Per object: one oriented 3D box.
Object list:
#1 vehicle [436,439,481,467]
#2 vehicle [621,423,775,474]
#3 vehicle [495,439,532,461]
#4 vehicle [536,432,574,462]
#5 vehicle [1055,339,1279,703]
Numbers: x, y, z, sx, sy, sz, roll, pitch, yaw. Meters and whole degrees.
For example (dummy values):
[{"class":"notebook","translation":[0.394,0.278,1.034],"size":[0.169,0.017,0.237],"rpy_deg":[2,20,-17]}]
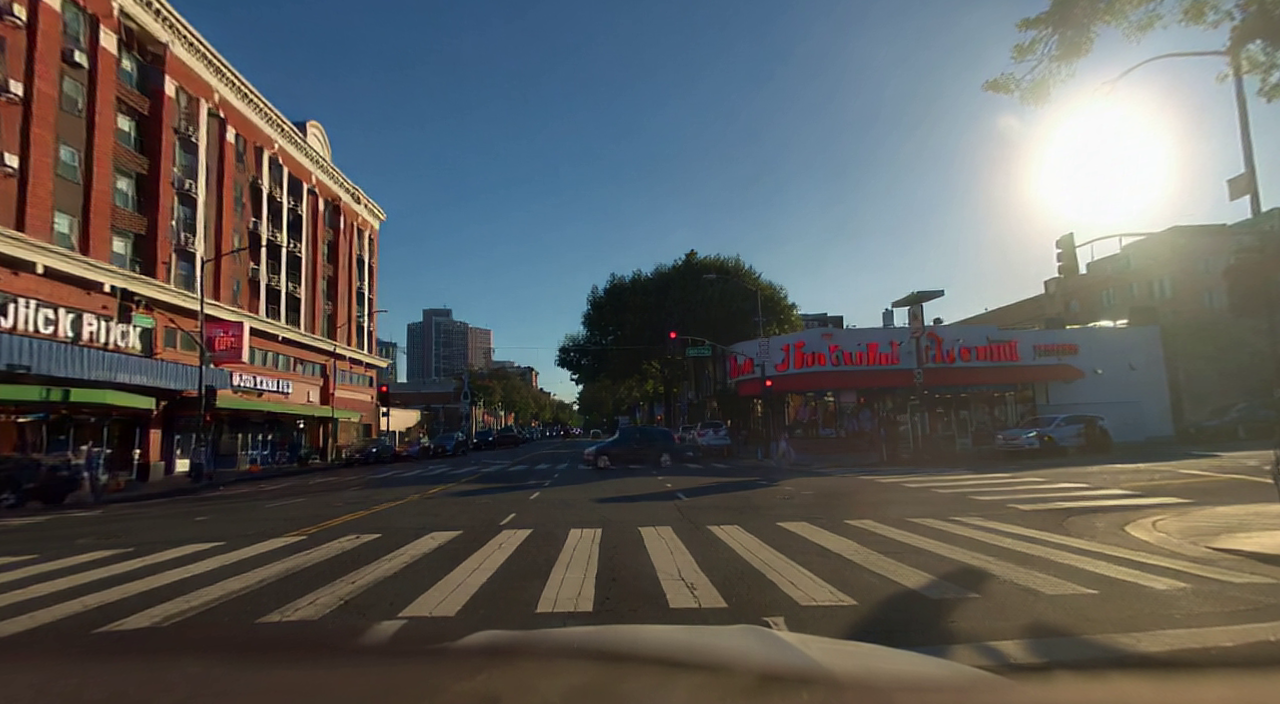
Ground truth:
[{"class":"vehicle","translation":[-10.899,6.092,38.207],"size":[1.885,1.545,4.124],"rpy_deg":[1,-8,-6]},{"class":"vehicle","translation":[1.804,3.104,20.397],"size":[4.612,1.521,1.811],"rpy_deg":[1,-9,-10]},{"class":"vehicle","translation":[-8.626,6.699,43.431],"size":[1.906,1.402,4.904],"rpy_deg":[0,-8,-5]},{"class":"vehicle","translation":[-5.150,5.805,38.686],"size":[1.976,1.683,4.117],"rpy_deg":[0,-8,-3]},{"class":"vehicle","translation":[3.015,0.615,0.873],"size":[1.866,1.654,4.354],"rpy_deg":[0,-8,0]}]
